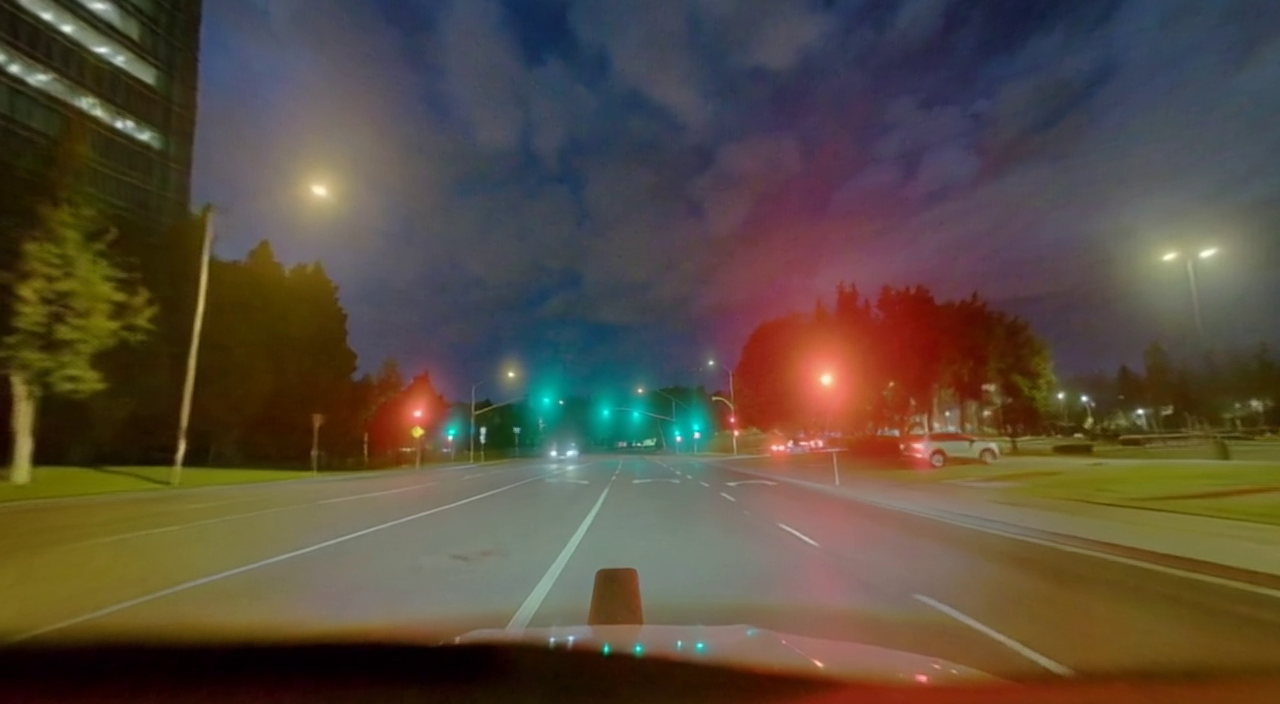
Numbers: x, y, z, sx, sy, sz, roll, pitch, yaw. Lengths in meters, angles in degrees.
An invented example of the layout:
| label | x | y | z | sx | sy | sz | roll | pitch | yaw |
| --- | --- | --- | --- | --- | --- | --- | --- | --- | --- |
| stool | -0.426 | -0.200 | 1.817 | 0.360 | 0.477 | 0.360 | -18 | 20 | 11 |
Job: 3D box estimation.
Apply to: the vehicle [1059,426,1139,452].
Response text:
| label | x | y | z | sx | sy | sz | roll | pitch | yaw |
| --- | --- | --- | --- | --- | --- | --- | --- | --- | --- |
| vehicle | 28.042 | 5.361 | 38.835 | 1.805 | 1.466 | 4.236 | 0 | -9 | 1 |

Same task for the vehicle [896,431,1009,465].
| label | x | y | z | sx | sy | sz | roll | pitch | yaw |
| --- | --- | --- | --- | --- | --- | --- | --- | --- | --- |
| vehicle | 13.549 | 4.185 | 27.559 | 3.991 | 1.437 | 1.679 | 0 | -9 | -1 |

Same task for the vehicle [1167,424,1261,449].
| label | x | y | z | sx | sy | sz | roll | pitch | yaw |
| --- | --- | --- | --- | --- | --- | --- | --- | --- | --- |
| vehicle | 35.692 | 5.316 | 39.505 | 1.828 | 1.452 | 4.242 | 0 | -9 | -2 |
